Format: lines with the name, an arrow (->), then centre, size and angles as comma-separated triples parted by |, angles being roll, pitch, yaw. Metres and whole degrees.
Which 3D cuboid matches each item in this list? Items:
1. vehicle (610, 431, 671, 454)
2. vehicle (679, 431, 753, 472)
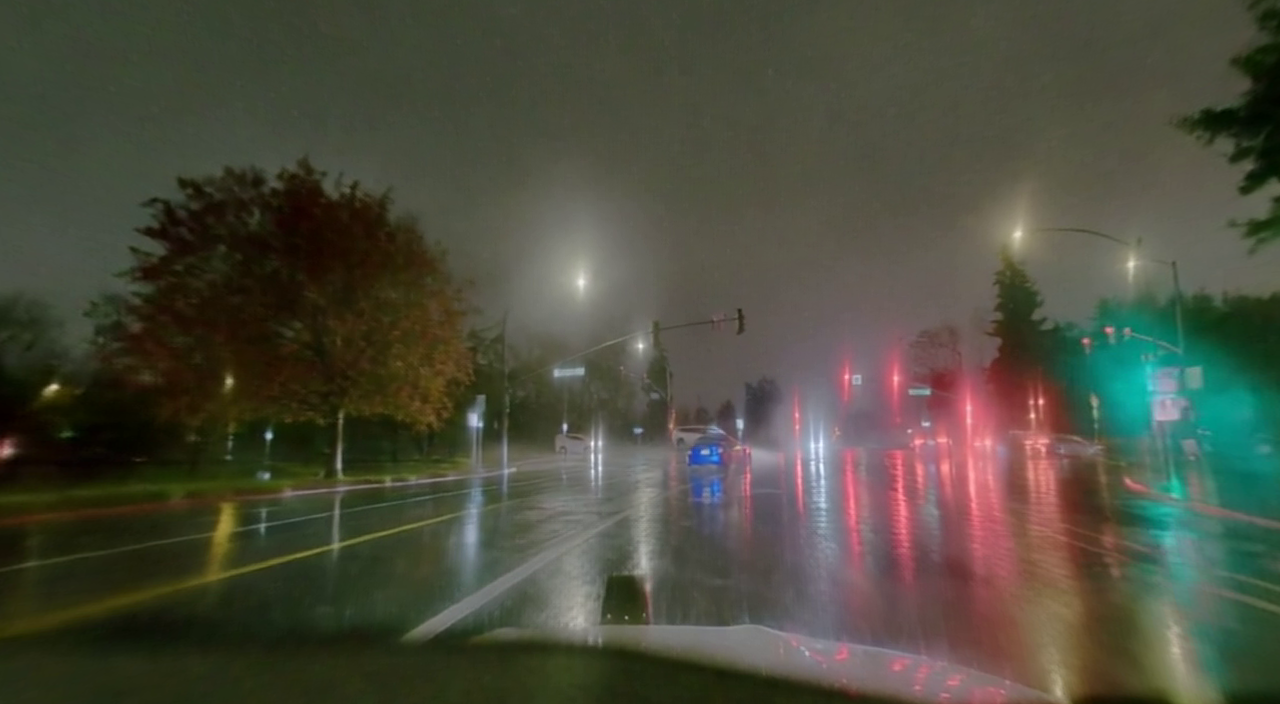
vehicle -> 0.041, 7.132, 49.582 | 4.406, 1.661, 1.857 | -4, -9, 23
vehicle -> 3.300, 4.222, 26.818 | 2.055, 1.573, 4.065 | -4, -9, 23
